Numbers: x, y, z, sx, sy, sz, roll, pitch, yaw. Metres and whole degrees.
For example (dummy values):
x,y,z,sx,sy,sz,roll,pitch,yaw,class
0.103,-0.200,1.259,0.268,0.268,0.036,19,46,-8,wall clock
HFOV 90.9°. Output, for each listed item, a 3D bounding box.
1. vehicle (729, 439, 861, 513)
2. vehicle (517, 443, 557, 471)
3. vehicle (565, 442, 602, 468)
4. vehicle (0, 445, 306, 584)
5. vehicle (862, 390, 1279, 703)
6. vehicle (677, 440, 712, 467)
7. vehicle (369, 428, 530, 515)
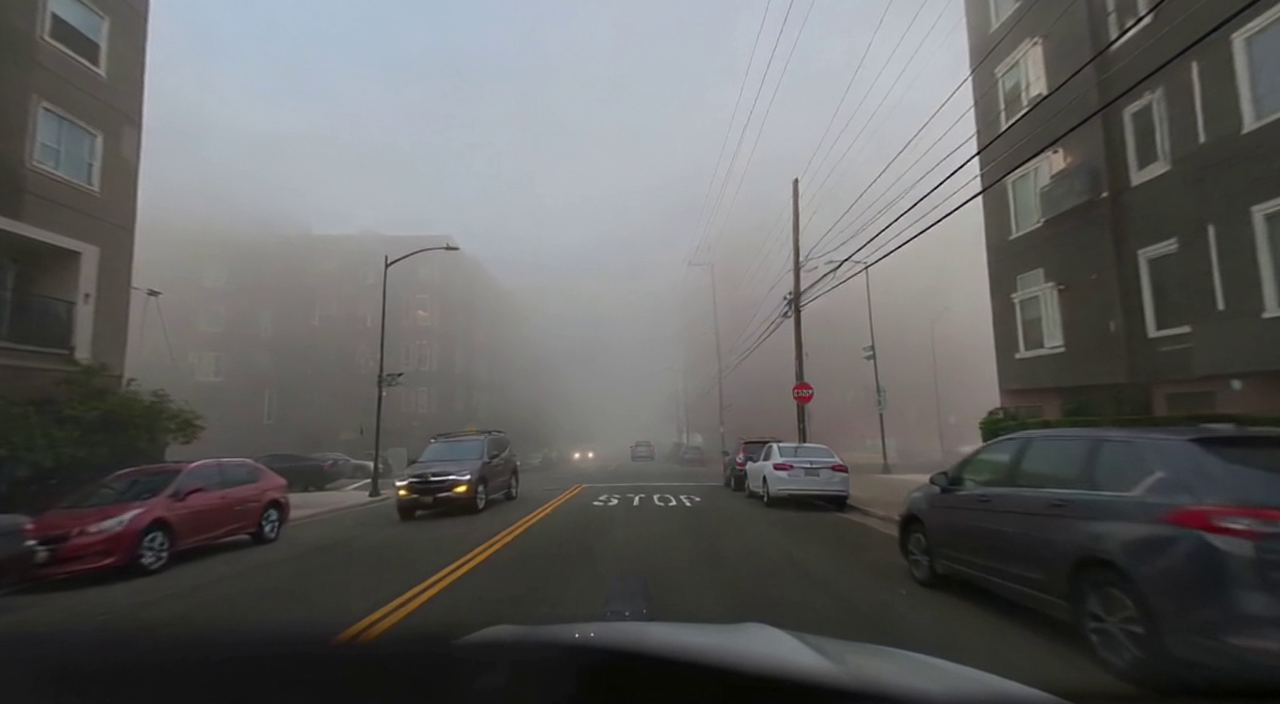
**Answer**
x,y,z,sx,sy,sz,roll,pitch,yaw,class
3.537,2.910,15.351,1.888,1.495,4.567,0,-9,-2,vehicle
-7.516,7.682,46.282,2.140,1.874,4.475,0,-9,0,vehicle
-4.132,7.610,46.732,2.201,1.801,4.750,-1,-9,2,vehicle
-7.583,2.387,10.207,1.928,1.721,4.429,0,-9,-1,vehicle
3.702,1.330,5.018,2.040,1.637,4.734,0,-9,-1,vehicle
3.874,7.359,45.767,2.164,1.721,4.416,-4,-9,1,vehicle
-4.349,2.836,15.420,2.452,1.778,4.634,0,-9,0,vehicle
